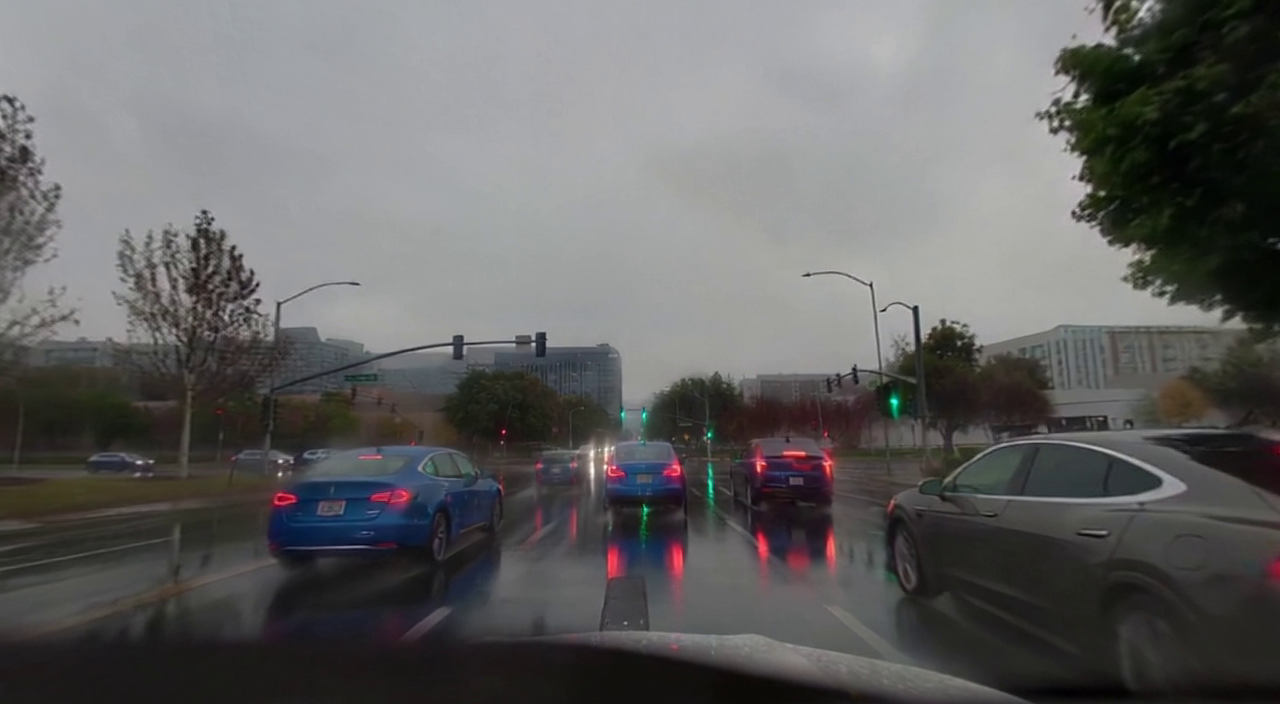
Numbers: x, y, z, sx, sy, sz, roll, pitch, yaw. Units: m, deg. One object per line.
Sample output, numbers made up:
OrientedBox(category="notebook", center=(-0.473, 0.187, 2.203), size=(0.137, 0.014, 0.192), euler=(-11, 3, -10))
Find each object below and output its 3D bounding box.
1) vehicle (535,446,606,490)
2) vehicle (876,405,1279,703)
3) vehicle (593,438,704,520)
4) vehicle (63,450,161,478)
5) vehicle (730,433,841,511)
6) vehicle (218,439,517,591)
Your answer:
OrientedBox(category="vehicle", center=(-2.565, 4.397, 24.273), size=(2.089, 1.537, 4.073), euler=(-1, -9, 2))
OrientedBox(category="vehicle", center=(3.344, 1.198, 3.916), size=(1.951, 1.522, 4.614), euler=(0, -8, 0))
OrientedBox(category="vehicle", center=(0.147, 2.780, 14.346), size=(2.144, 1.563, 4.218), euler=(0, -9, 0))
OrientedBox(category="vehicle", center=(-38.268, 8.089, 45.726), size=(5.268, 1.770, 2.107), euler=(-2, -9, 2))
OrientedBox(category="vehicle", center=(3.610, 3.037, 16.413), size=(1.938, 1.732, 4.006), euler=(0, -8, 1))
OrientedBox(category="vehicle", center=(-3.149, 1.959, 8.526), size=(2.015, 1.478, 4.407), euler=(0, -8, 1))
